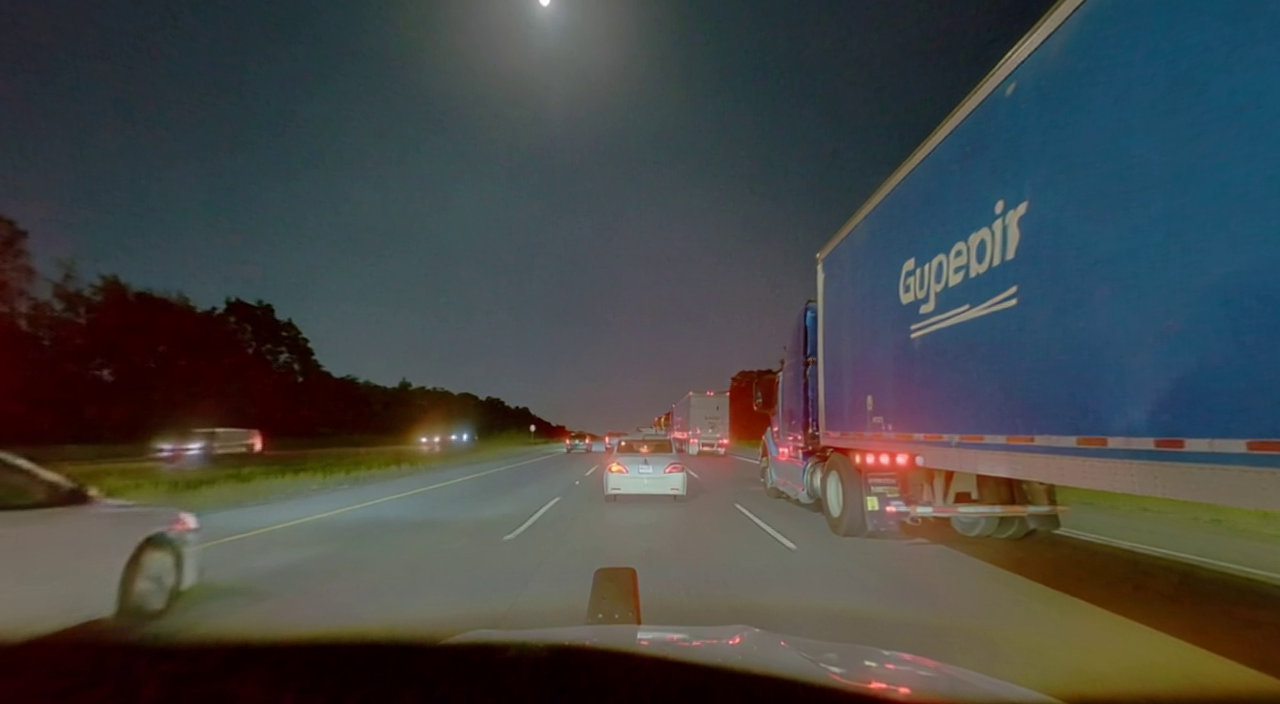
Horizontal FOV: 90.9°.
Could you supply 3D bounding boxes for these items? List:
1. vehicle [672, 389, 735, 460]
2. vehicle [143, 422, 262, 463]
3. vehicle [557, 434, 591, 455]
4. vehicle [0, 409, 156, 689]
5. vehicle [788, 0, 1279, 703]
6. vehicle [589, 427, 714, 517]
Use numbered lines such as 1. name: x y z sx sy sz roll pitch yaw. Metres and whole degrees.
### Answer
1. vehicle: 3.977 5.078 43.112 2.869 4.067 13.731 0 -8 0
2. vehicle: -22.210 4.630 32.351 2.126 1.905 5.320 0 -8 2
3. vehicle: -4.793 6.749 46.172 1.983 1.434 4.451 0 -8 0
4. vehicle: -4.374 0.866 2.068 2.048 1.452 4.430 0 -8 0
5. vehicle: 4.158 -0.082 4.315 2.816 4.070 14.136 0 -8 0
6. vehicle: 0.171 2.186 12.010 2.021 1.435 3.611 0 -8 -1
